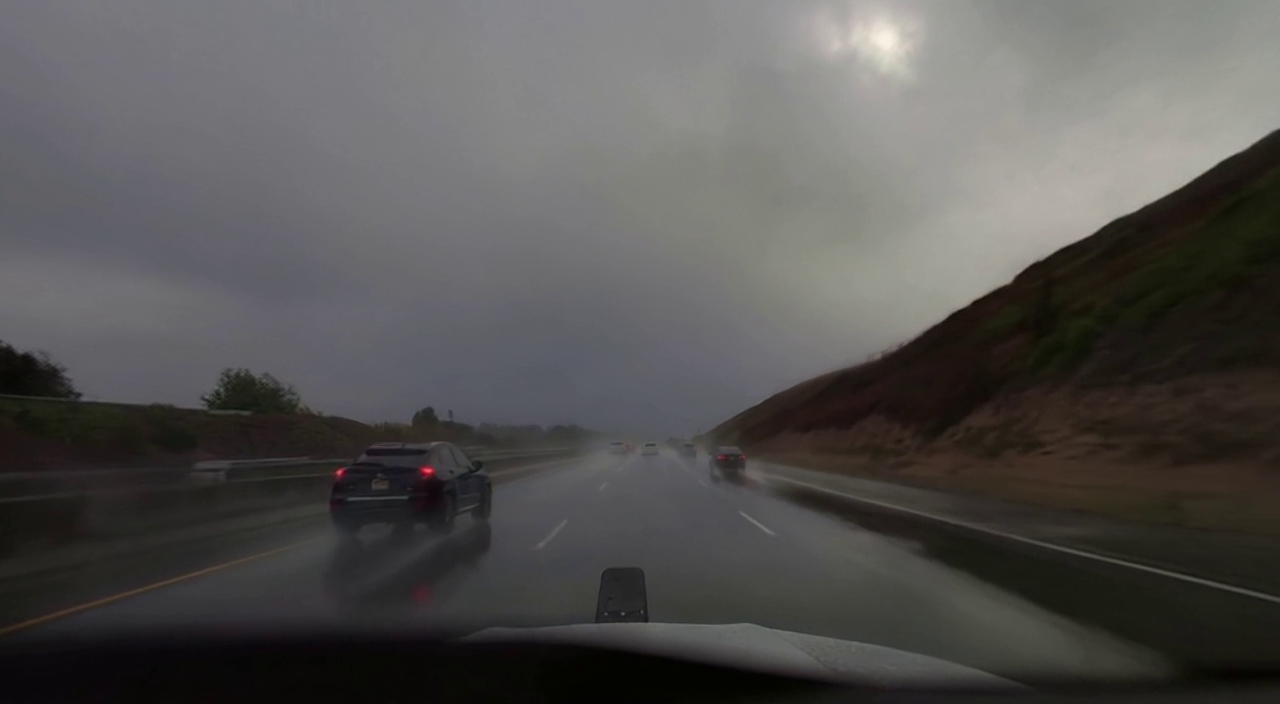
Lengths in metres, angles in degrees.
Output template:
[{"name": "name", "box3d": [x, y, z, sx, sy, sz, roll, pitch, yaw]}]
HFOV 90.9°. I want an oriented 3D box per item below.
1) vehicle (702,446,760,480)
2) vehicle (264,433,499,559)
[{"name": "vehicle", "box3d": [3.965, 4.882, 27.972, 1.976, 1.352, 3.602, 0, -8, -1]}, {"name": "vehicle", "box3d": [-3.627, 2.061, 9.777, 1.910, 1.521, 3.930, 0, -8, 1]}]
